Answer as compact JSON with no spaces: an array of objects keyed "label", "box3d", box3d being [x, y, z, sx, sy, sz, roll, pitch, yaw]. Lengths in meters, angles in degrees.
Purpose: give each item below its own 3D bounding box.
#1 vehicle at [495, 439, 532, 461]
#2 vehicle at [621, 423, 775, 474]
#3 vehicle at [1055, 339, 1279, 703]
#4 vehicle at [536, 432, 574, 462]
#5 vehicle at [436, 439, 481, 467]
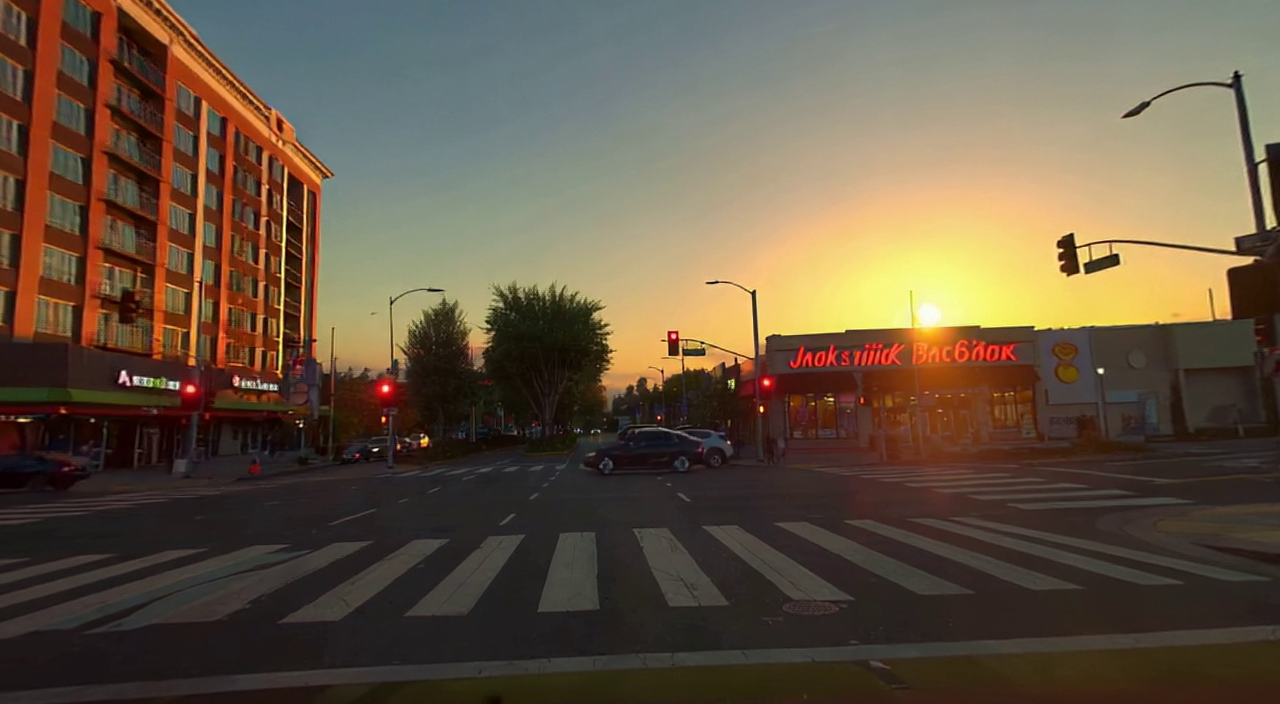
[{"label":"vehicle","box3d":[-8.626,6.699,43.431,1.906,1.402,4.904,0,-8,-5]},{"label":"vehicle","box3d":[1.804,3.104,20.397,4.612,1.521,1.811,1,-9,-10]},{"label":"vehicle","box3d":[3.015,0.615,0.873,1.866,1.654,4.354,0,-8,0]},{"label":"vehicle","box3d":[-5.150,5.805,38.686,1.976,1.683,4.117,0,-8,-3]},{"label":"vehicle","box3d":[-10.899,6.092,38.207,1.885,1.545,4.124,1,-8,-6]}]
